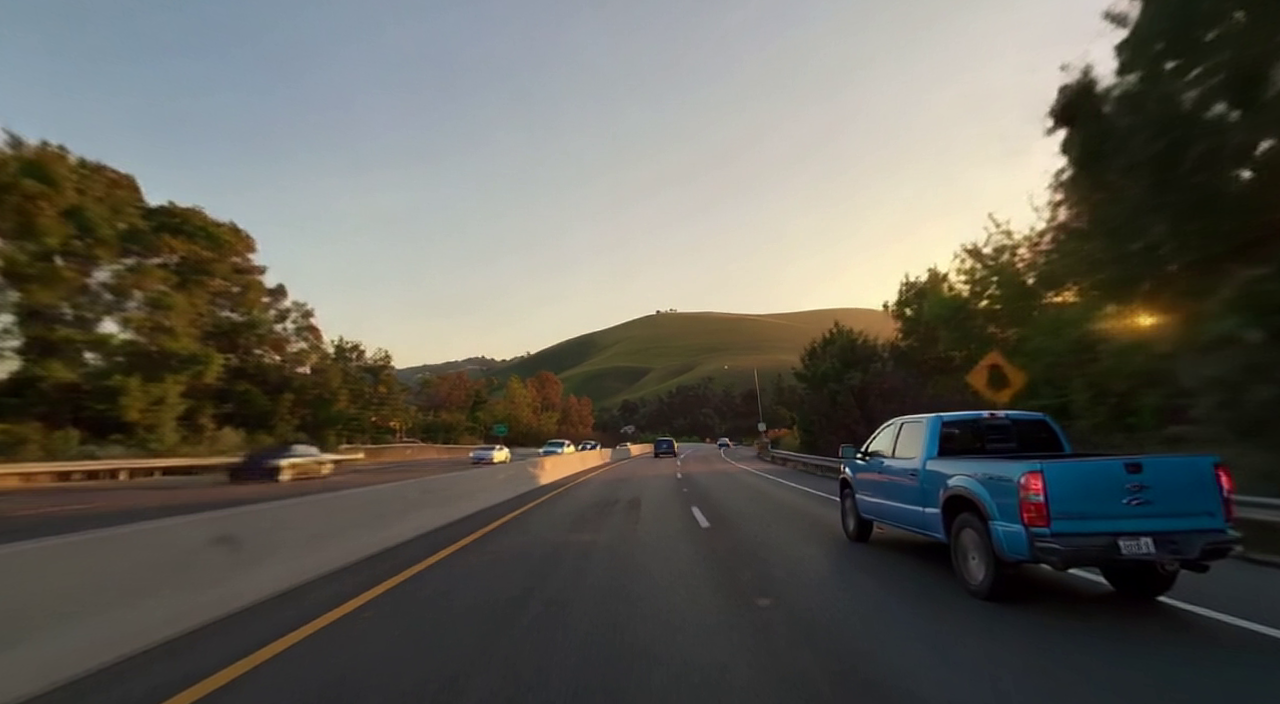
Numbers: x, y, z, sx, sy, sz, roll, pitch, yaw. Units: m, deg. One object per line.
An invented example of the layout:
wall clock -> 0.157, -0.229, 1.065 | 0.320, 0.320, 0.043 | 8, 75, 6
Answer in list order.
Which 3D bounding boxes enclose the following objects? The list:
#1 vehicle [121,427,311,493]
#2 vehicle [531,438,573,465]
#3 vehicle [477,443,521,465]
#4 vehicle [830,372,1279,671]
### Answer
vehicle -> -14.306, 3.685, 21.985 | 2.563, 1.966, 5.726 | 0, -8, 1
vehicle -> -6.167, 7.021, 44.896 | 2.041, 1.776, 4.570 | 0, -8, 4
vehicle -> -9.999, 7.232, 45.119 | 1.879, 1.455, 4.538 | 0, -8, 4
vehicle -> 3.667, 1.325, 6.132 | 2.151, 1.744, 4.709 | 0, -8, 0
